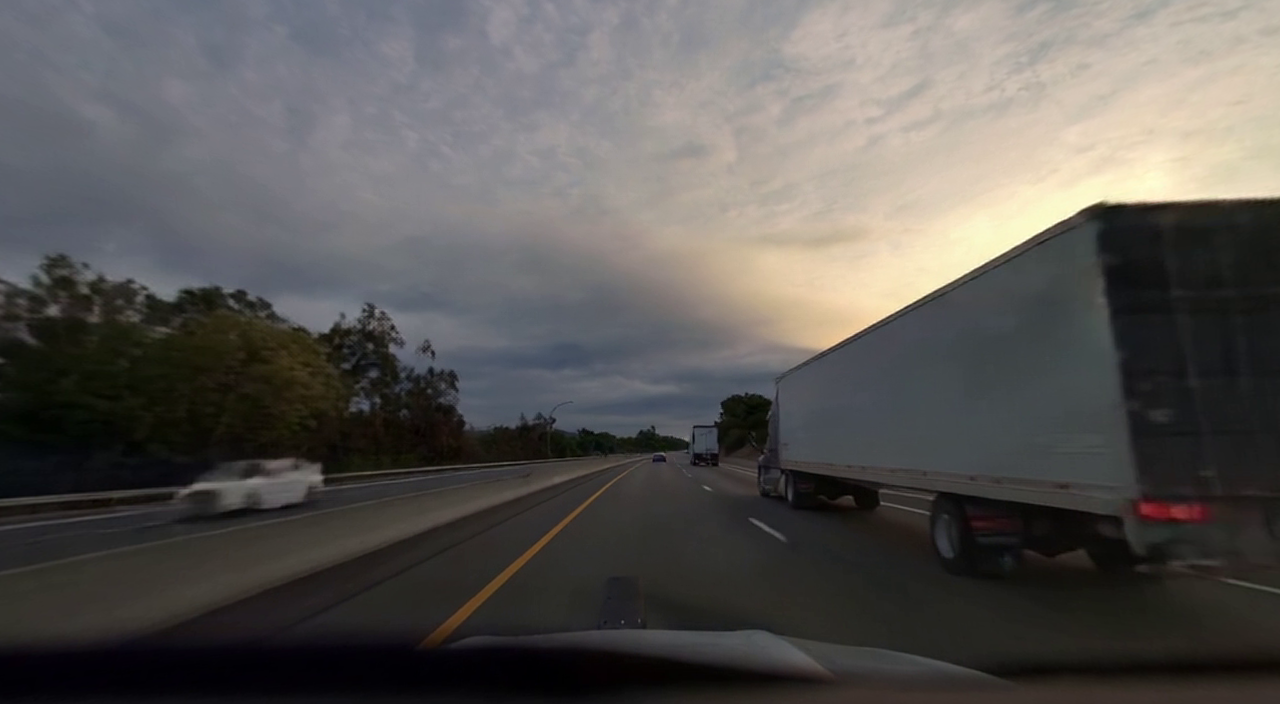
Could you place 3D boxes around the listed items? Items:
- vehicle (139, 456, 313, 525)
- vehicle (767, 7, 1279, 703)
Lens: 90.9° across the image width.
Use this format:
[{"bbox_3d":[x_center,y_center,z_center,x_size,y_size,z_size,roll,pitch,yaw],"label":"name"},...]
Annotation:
[{"bbox_3d":[-11.923,3.968,18.645,1.958,1.704,4.554,0,-9,1],"label":"vehicle"},{"bbox_3d":[4.385,0.970,8.570,2.866,3.558,11.674,0,-9,0],"label":"vehicle"}]
